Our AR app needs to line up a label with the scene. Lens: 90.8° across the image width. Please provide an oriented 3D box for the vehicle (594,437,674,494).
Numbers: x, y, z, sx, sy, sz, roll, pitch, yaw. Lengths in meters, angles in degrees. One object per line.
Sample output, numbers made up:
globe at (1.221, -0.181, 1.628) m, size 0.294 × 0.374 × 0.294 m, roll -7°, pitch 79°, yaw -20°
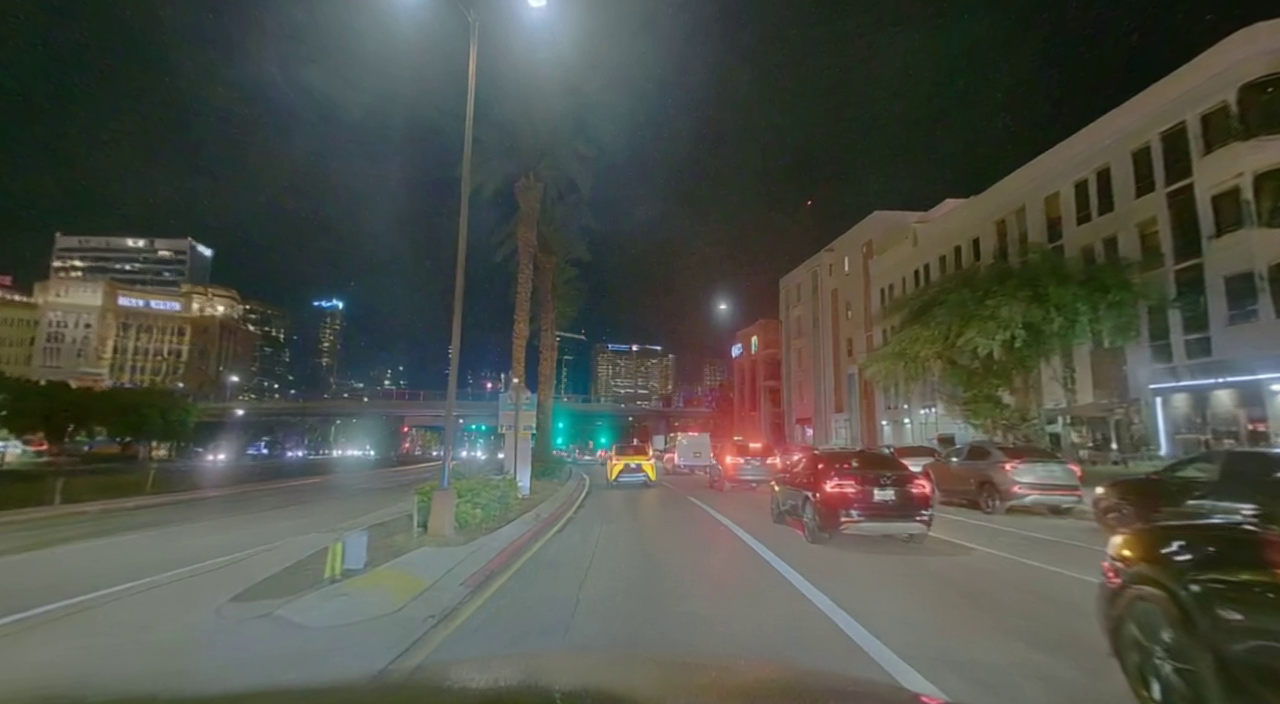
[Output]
vehicle at (-0.333, 3.654, 20.742) m, size 2.332 × 1.625 × 4.933 m, roll 0°, pitch -9°, yaw -4°

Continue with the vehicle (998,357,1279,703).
vehicle at (3.501, 0.780, 1.947) m, size 2.129 × 1.649 × 4.491 m, roll 0°, pitch -9°, yaw 0°

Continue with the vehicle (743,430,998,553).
vehicle at (3.290, 2.105, 10.312) m, size 2.238 × 1.522 × 4.627 m, roll 0°, pitch -9°, yaw -3°
